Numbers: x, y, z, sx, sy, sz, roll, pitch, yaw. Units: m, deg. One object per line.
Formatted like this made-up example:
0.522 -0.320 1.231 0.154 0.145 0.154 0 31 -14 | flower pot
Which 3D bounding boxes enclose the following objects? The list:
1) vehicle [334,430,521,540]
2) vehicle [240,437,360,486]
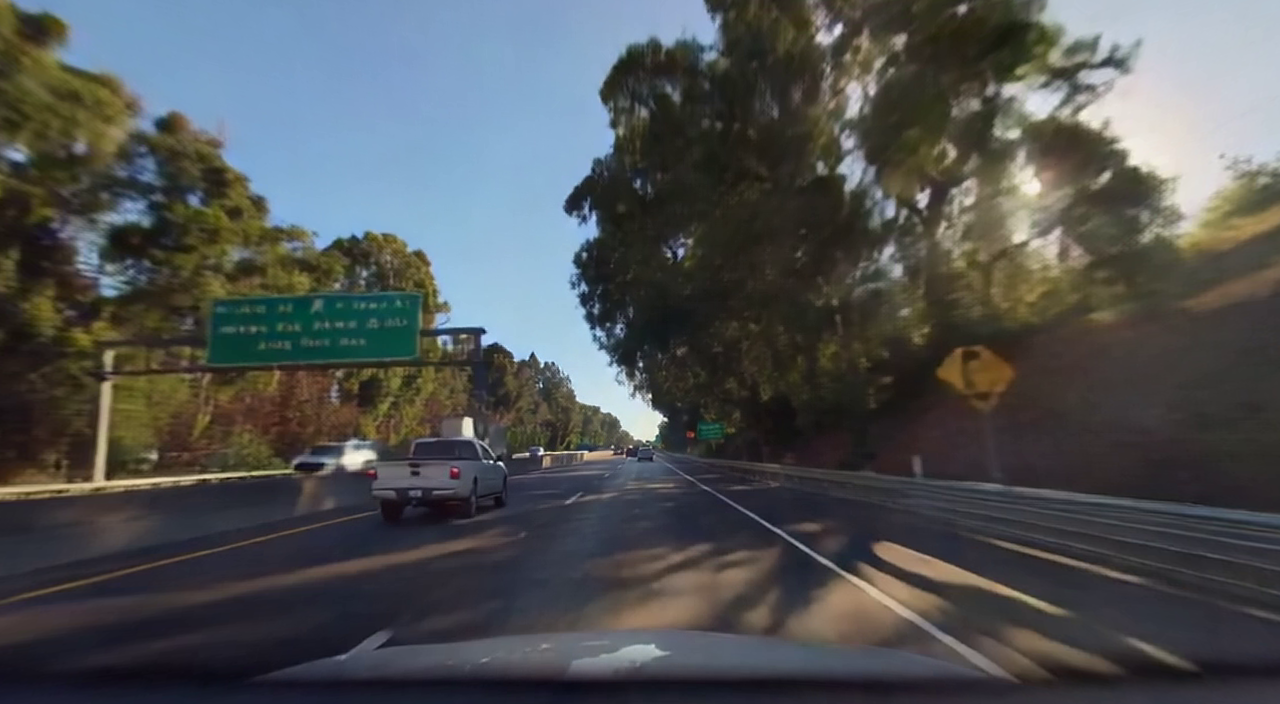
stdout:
-3.595 2.317 11.547 2.009 1.638 3.968 0 -9 0 | vehicle
-15.937 5.162 30.068 2.416 2.072 5.800 0 -9 0 | vehicle
